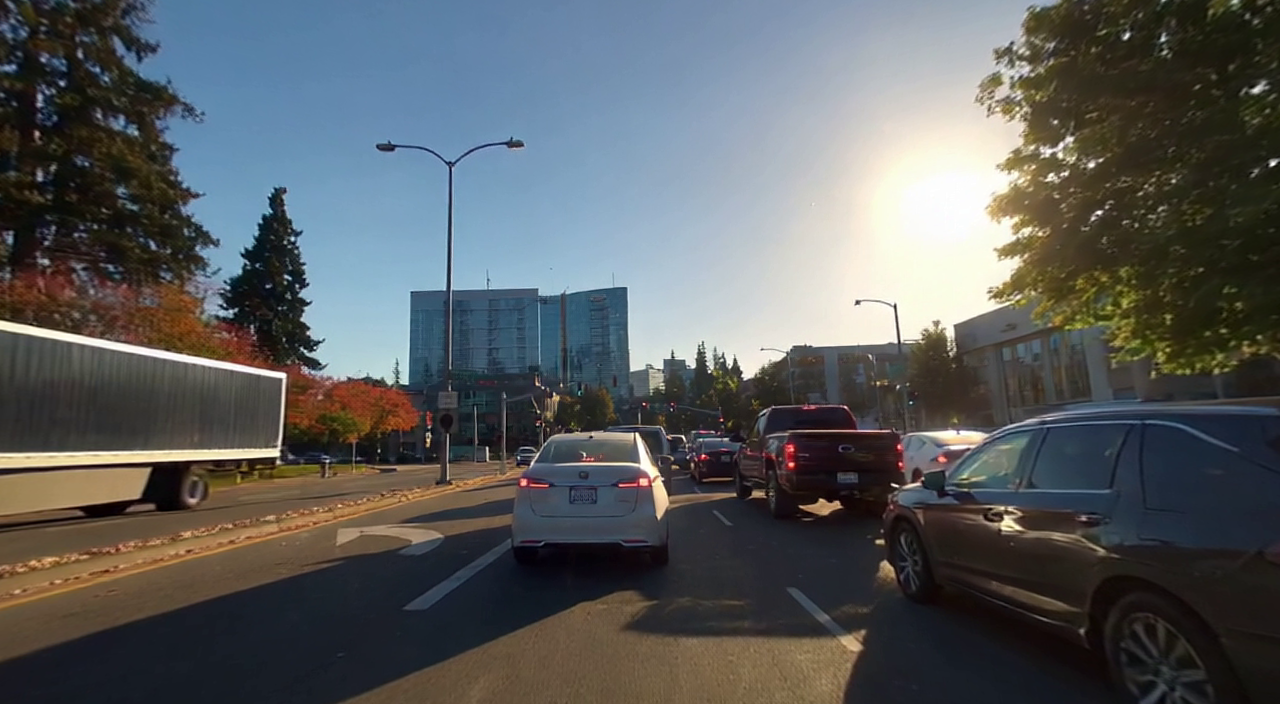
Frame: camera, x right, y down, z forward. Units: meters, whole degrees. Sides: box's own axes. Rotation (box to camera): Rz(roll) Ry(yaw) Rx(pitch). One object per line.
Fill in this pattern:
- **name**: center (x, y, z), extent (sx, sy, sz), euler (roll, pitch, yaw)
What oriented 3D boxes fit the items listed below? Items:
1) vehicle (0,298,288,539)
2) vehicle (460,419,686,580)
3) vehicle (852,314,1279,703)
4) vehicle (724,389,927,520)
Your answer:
- **vehicle**: center (-13.290, 1.259, 11.702), extent (3.246, 4.347, 17.394), euler (0, -9, 1)
- **vehicle**: center (-0.628, 1.739, 8.236), extent (2.172, 1.536, 4.250), euler (0, -9, 1)
- **vehicle**: center (3.180, 1.020, 3.967), extent (2.024, 1.723, 4.714), euler (0, -9, 0)
- **vehicle**: center (3.508, 2.153, 13.541), extent (2.497, 2.186, 5.890), euler (0, -9, -1)
